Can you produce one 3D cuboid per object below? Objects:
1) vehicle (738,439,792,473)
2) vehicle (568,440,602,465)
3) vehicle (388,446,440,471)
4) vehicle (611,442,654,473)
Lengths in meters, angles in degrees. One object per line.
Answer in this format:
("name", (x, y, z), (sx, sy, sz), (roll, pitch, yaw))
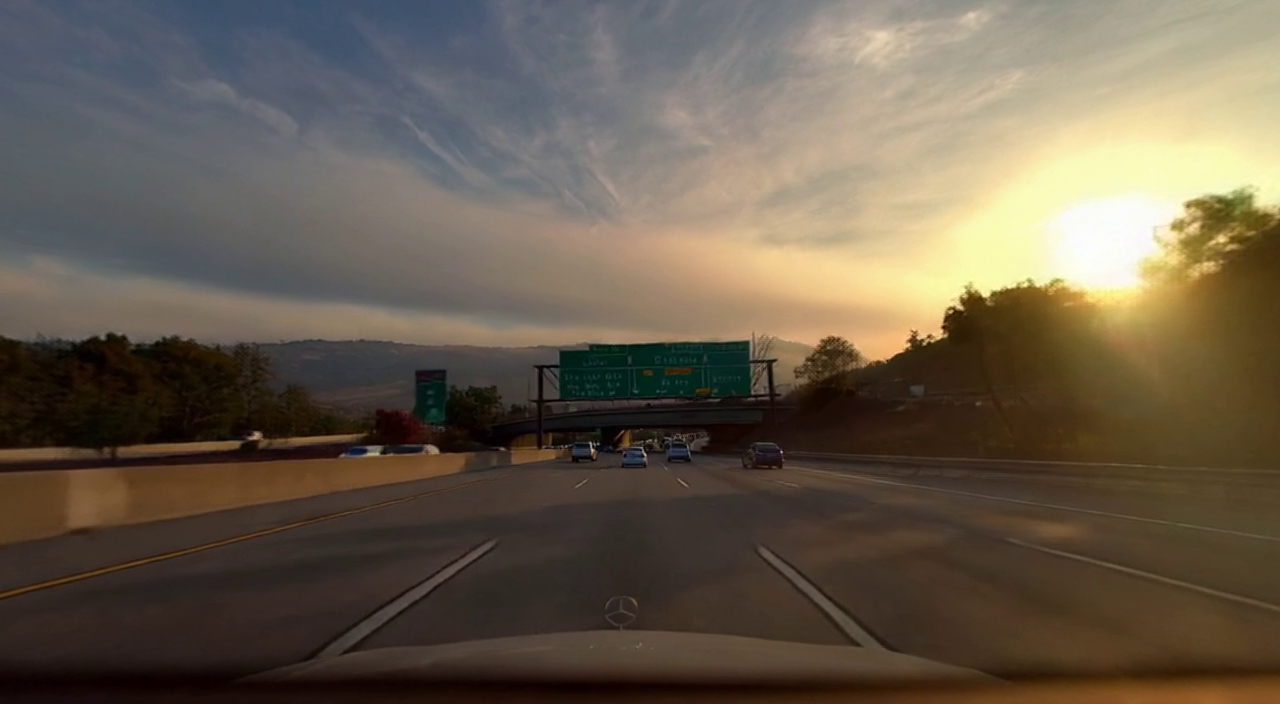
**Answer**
("vehicle", (6.408, 5.379, 32.795), (1.936, 1.625, 3.991), (0, -9, -1))
("vehicle", (-4.094, 7.578, 47.642), (2.113, 1.756, 4.471), (0, -9, 0))
("vehicle", (-14.035, 6.625, 39.485), (1.811, 1.496, 3.954), (0, -9, 0))
("vehicle", (-0.393, 5.407, 32.483), (2.075, 1.486, 4.007), (0, -9, 0))
